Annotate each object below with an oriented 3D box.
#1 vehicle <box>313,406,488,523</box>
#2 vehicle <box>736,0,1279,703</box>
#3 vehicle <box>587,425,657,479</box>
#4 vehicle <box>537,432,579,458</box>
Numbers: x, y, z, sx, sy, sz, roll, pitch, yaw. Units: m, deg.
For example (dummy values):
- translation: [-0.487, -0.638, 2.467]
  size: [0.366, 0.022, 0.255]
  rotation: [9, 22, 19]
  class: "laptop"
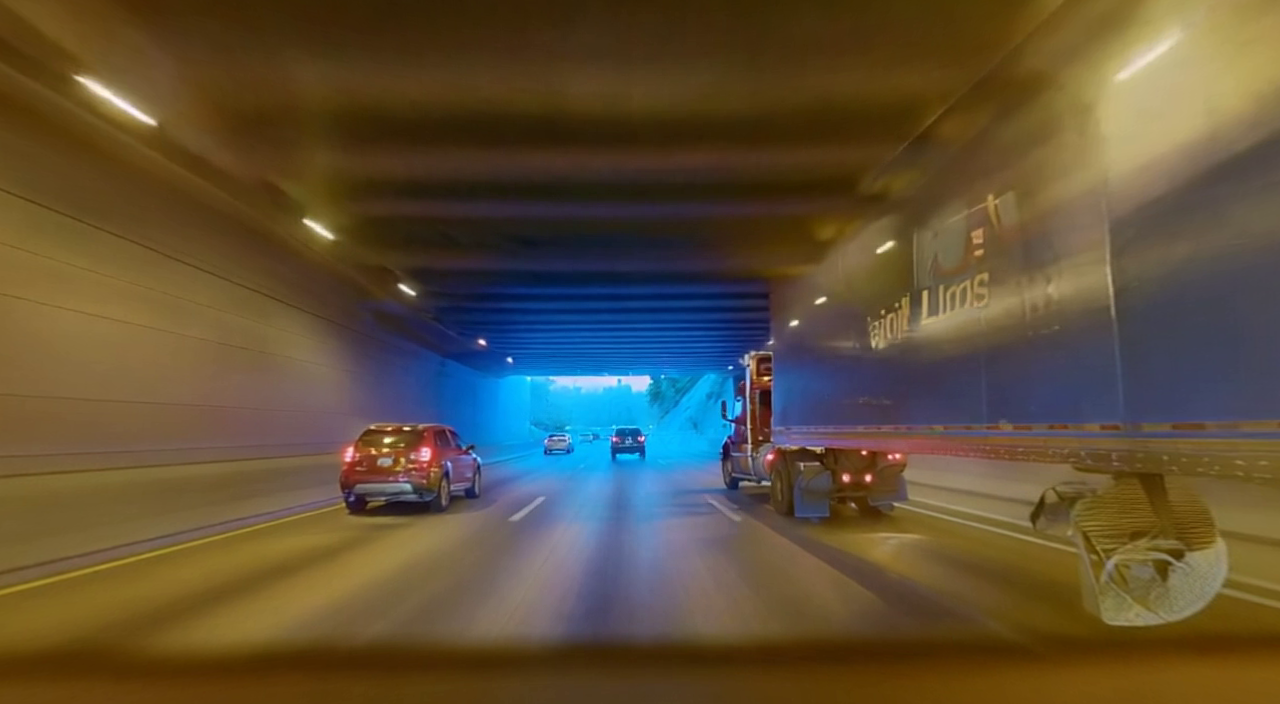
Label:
- translation: [-3.845, 1.833, 10.673]
  size: [1.826, 1.695, 2.870]
  rotation: [0, -8, -1]
  class: "vehicle"
- translation: [3.672, 0.149, 6.490]
  size: [2.842, 4.108, 14.081]
  rotation: [0, -8, -1]
  class: "vehicle"
- translation: [-0.576, 3.243, 20.723]
  size: [2.094, 1.600, 3.666]
  rotation: [0, -8, -1]
  class: "vehicle"
- translation: [-4.797, 5.492, 37.262]
  size: [2.019, 1.435, 4.317]
  rotation: [0, -8, -2]
  class: "vehicle"
